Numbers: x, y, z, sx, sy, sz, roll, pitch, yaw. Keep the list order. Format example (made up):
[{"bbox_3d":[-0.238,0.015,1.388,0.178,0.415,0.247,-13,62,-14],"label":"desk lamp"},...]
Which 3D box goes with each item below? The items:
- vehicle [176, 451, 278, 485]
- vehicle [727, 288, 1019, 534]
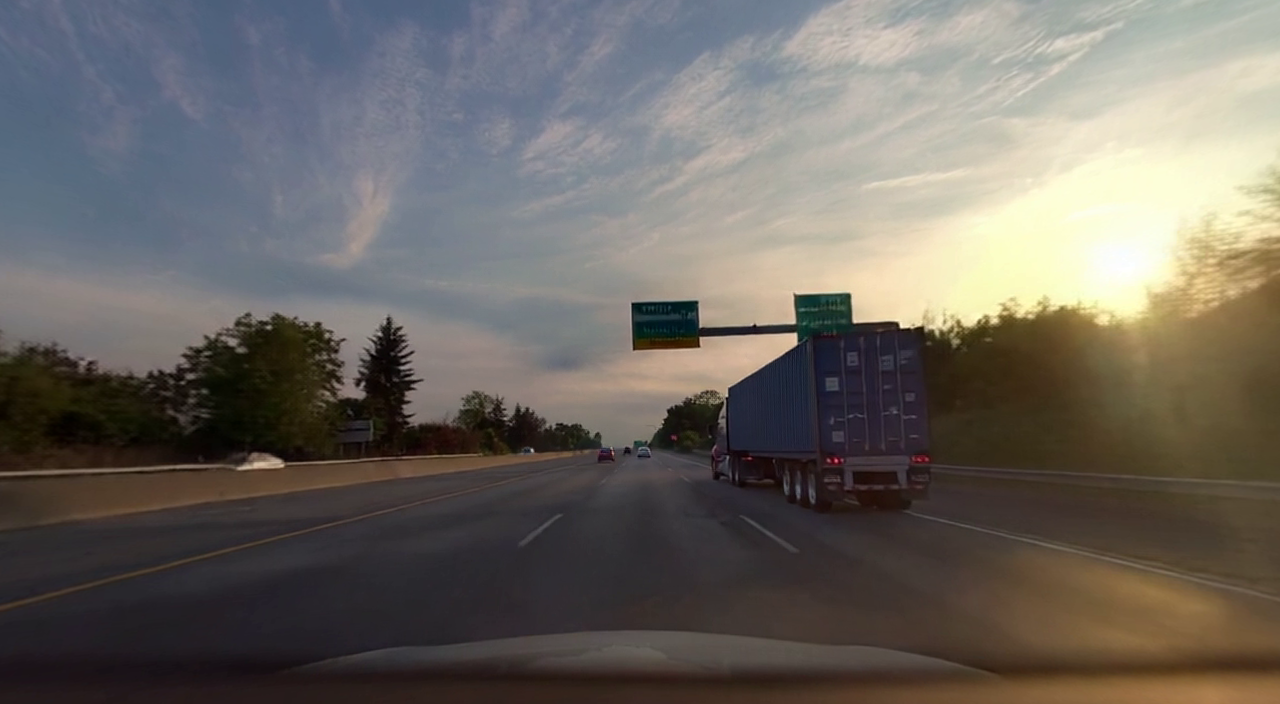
[{"bbox_3d":[-19.818,5.545,30.511,1.934,1.490,4.366,0,-9,0],"label":"vehicle"},{"bbox_3d":[4.662,1.923,16.802,2.821,4.046,12.876,0,-9,0],"label":"vehicle"}]
